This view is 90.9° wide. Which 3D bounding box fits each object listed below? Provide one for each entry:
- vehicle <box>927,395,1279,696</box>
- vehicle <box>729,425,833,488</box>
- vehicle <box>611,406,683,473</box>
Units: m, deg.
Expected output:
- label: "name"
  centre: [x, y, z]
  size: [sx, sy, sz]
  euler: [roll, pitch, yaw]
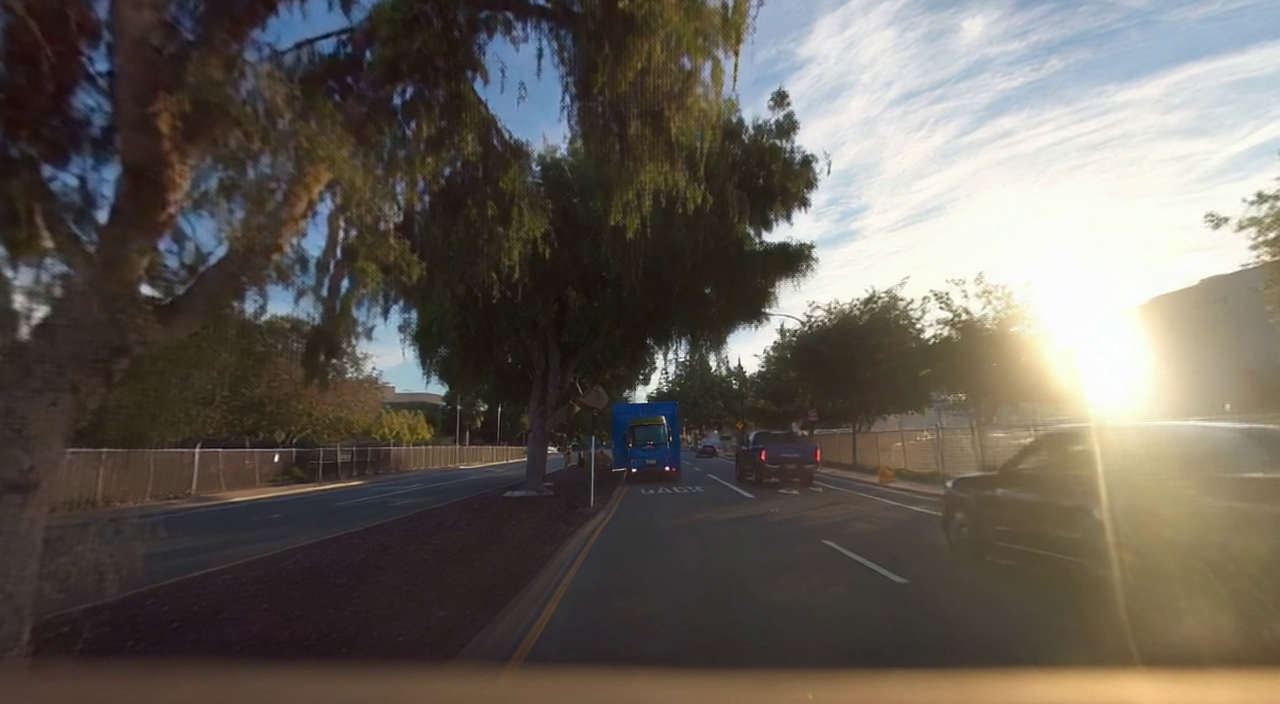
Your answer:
- label: "vehicle"
  centre: [4.488, 1.349, 5.507]
  size: [2.001, 1.621, 4.208]
  euler: [0, -8, 1]
- label: "vehicle"
  centre: [4.556, 3.472, 21.326]
  size: [2.375, 1.857, 5.100]
  euler: [0, -8, 0]
- label: "vehicle"
  centre: [0.417, 4.375, 31.461]
  size: [3.197, 2.963, 7.055]
  euler: [0, -8, 2]
